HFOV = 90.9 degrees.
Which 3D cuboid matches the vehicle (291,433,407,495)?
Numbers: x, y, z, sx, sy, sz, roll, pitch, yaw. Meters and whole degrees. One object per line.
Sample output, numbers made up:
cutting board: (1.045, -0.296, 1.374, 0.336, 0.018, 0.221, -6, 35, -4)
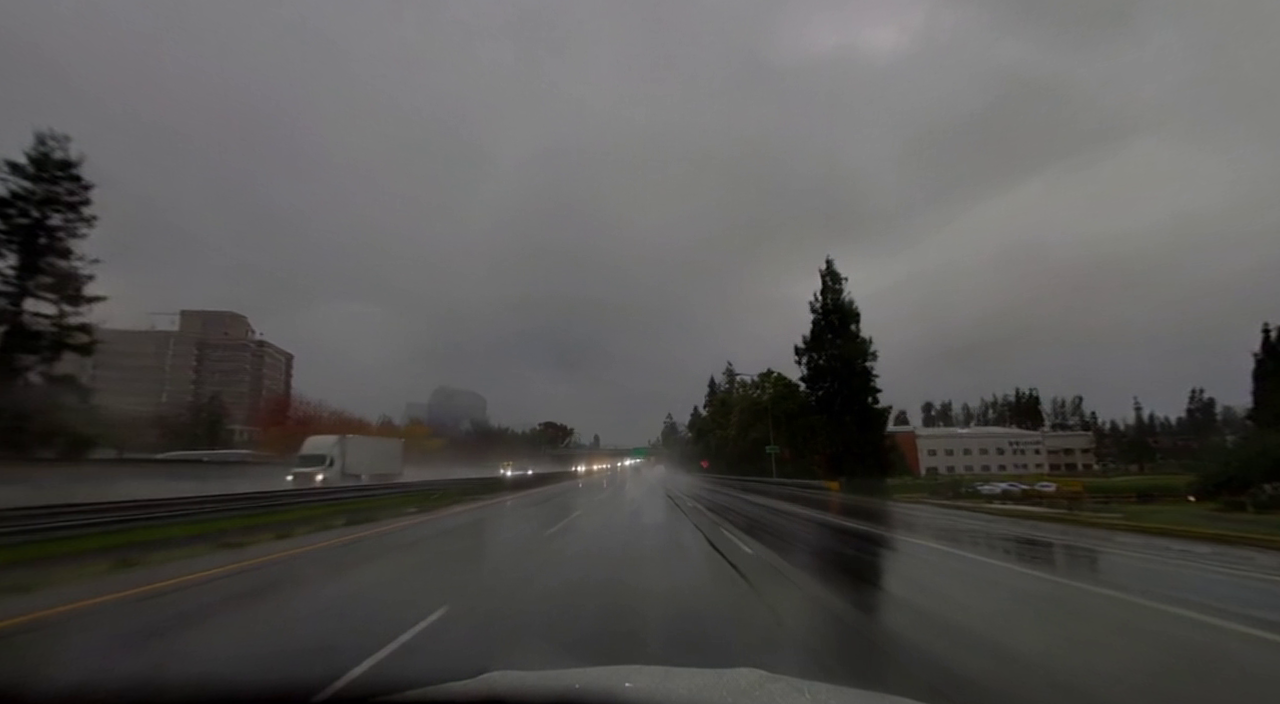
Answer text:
vehicle: (-19.851, 7.855, 43.991, 2.948, 3.734, 10.618, 1, -11, 0)
